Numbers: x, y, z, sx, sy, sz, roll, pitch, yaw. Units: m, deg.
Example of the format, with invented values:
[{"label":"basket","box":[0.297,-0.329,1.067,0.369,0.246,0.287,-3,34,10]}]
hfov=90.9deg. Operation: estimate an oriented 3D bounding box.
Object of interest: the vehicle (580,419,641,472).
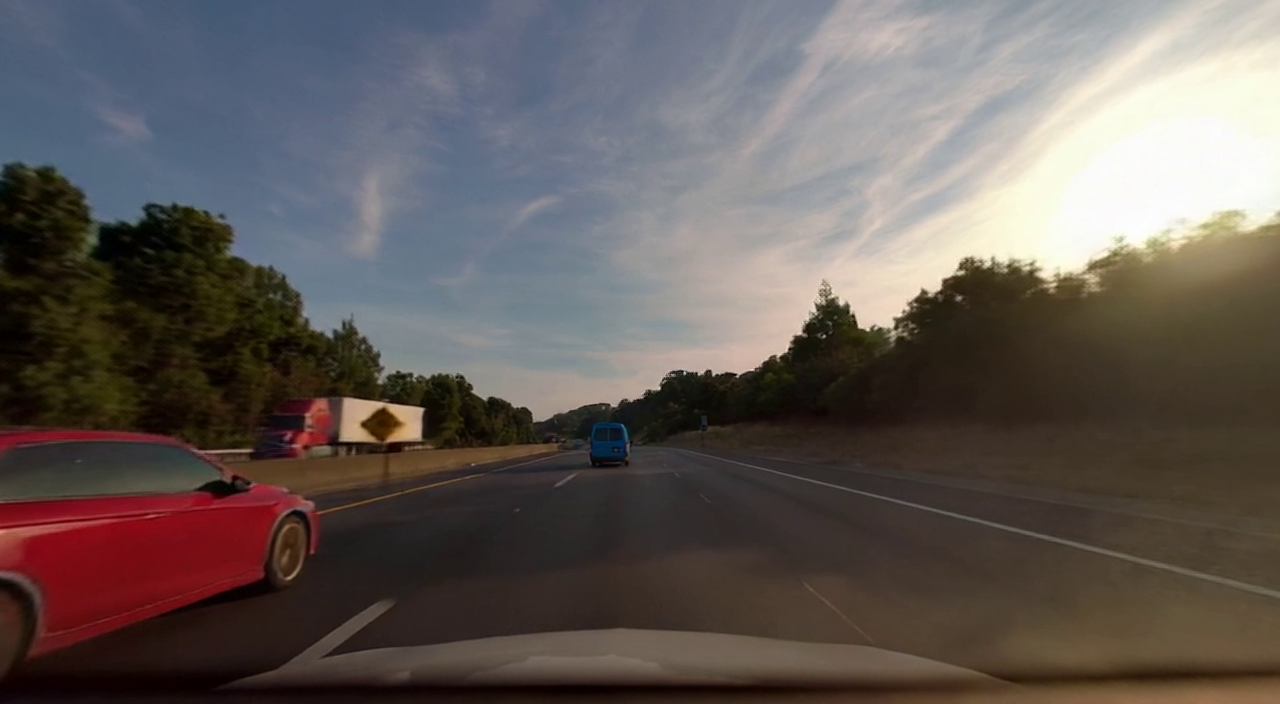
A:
[{"label":"vehicle","box":[-1.133,3.902,26.482,2.297,2.011,4.736,0,-8,0]}]

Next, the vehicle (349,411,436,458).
[{"label":"vehicle","box":[-11.915,4.034,30.797,2.201,2.108,5.177,0,-8,-1]}]

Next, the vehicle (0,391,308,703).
[{"label":"vehicle","box":[-3.880,0.957,2.873,2.096,1.537,4.700,0,-7,1]}]

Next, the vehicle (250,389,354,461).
[{"label":"vehicle","box":[-20.125,4.439,37.984,2.975,4.001,5.822,0,-8,-1]}]
